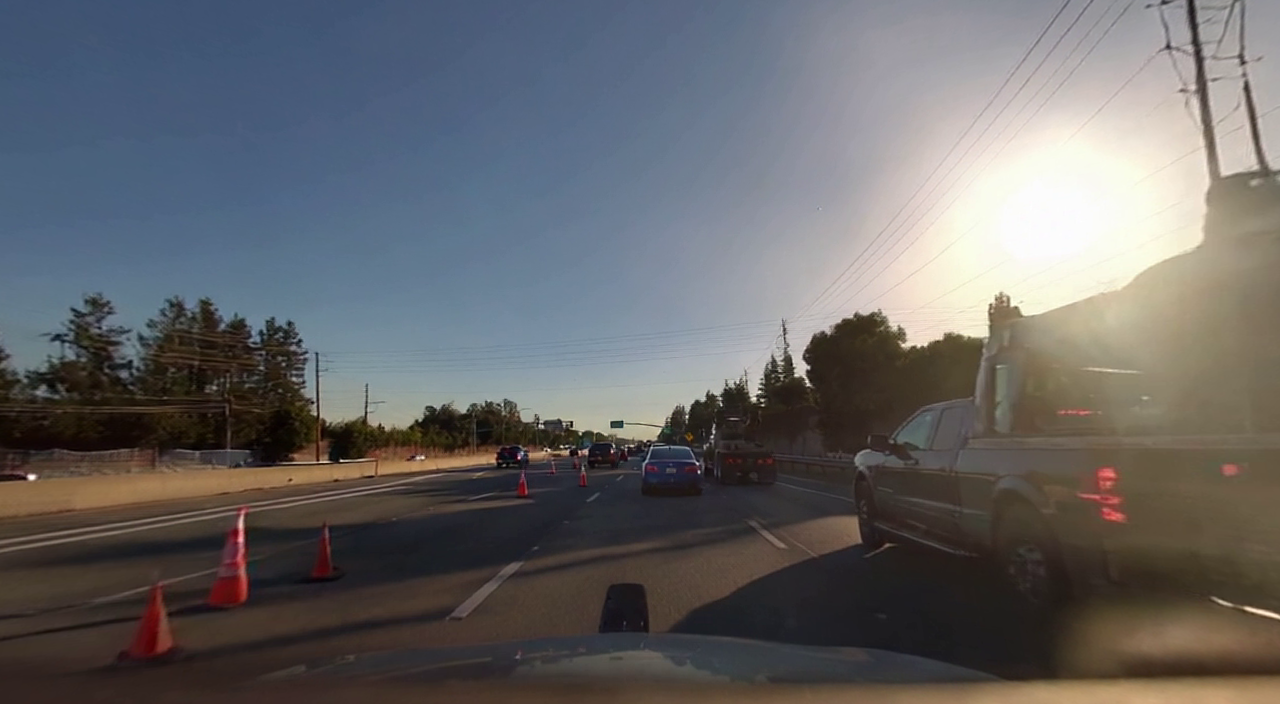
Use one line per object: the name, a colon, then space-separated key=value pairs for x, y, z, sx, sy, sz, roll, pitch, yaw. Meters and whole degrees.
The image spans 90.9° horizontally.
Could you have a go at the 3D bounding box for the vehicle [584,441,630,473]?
vehicle: x=-1.856 y=6.134 z=37.085 sx=1.989 sy=1.729 sz=4.184 roll=-1 pitch=-9 yaw=7

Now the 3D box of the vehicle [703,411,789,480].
vehicle: x=4.778 y=4.399 z=29.746 sx=2.953 sy=2.907 sz=6.339 roll=0 pitch=-8 yaw=0

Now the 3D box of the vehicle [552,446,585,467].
vehicle: x=-5.384 y=7.882 z=47.815 sx=1.999 sy=1.538 sz=4.325 roll=0 pitch=-8 yaw=-1

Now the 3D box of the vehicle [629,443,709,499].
vehicle: x=0.781 y=3.479 z=18.914 sx=2.128 sy=1.473 sz=4.272 roll=0 pitch=-8 yaw=0

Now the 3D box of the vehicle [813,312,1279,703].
vehicle: x=3.824 y=1.263 z=5.992 sx=2.555 sy=2.017 sz=6.201 roll=0 pitch=-9 yaw=0

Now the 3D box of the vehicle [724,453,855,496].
vehicle: x=4.987 y=4.276 z=22.695 sx=2.554 sy=1.217 sz=7.611 roll=1 pitch=-9 yaw=-3

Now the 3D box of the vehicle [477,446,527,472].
vehicle: x=-8.213 y=6.411 z=38.076 sx=2.018 sy=1.490 sz=4.926 roll=0 pitch=-8 yaw=-2
